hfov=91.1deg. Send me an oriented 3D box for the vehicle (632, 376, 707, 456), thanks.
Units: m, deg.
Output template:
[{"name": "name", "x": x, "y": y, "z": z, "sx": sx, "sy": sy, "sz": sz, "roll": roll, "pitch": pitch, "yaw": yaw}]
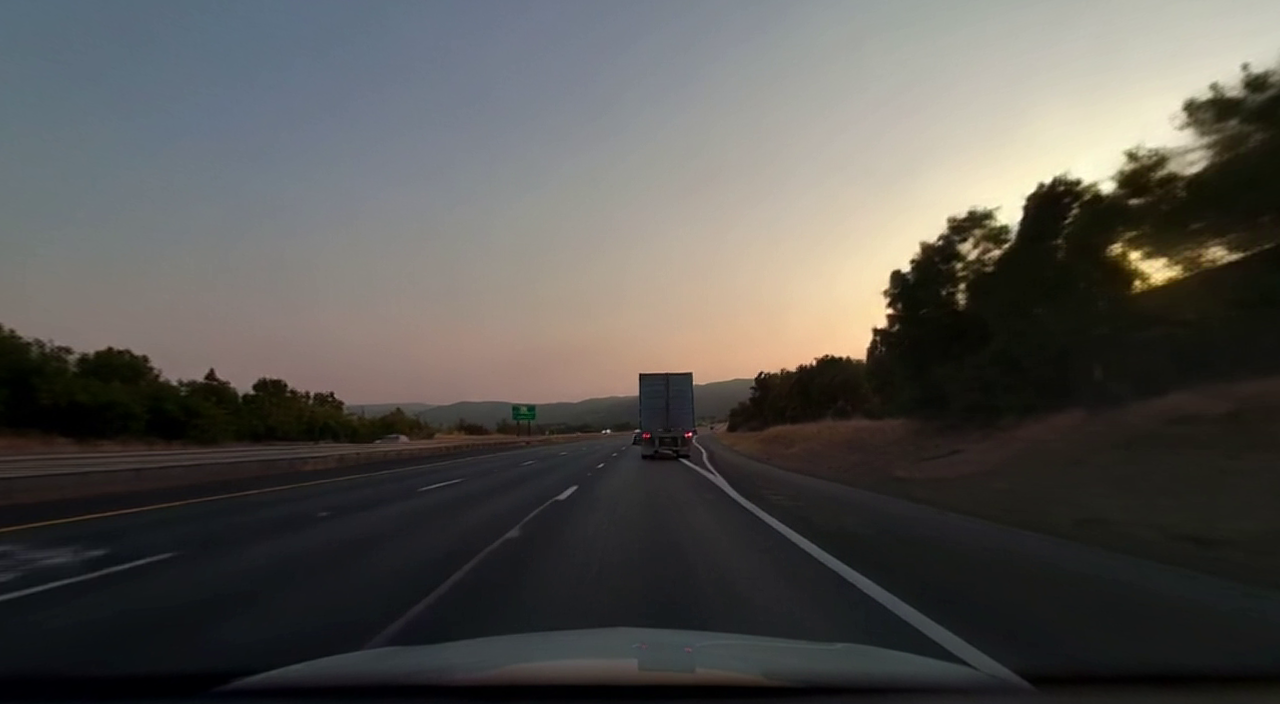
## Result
[{"name": "vehicle", "x": 1.517, "y": 3.785, "z": 35.414, "sx": 3.446, "sy": 3.698, "sz": 12.089, "roll": -1, "pitch": -8, "yaw": 1}]
